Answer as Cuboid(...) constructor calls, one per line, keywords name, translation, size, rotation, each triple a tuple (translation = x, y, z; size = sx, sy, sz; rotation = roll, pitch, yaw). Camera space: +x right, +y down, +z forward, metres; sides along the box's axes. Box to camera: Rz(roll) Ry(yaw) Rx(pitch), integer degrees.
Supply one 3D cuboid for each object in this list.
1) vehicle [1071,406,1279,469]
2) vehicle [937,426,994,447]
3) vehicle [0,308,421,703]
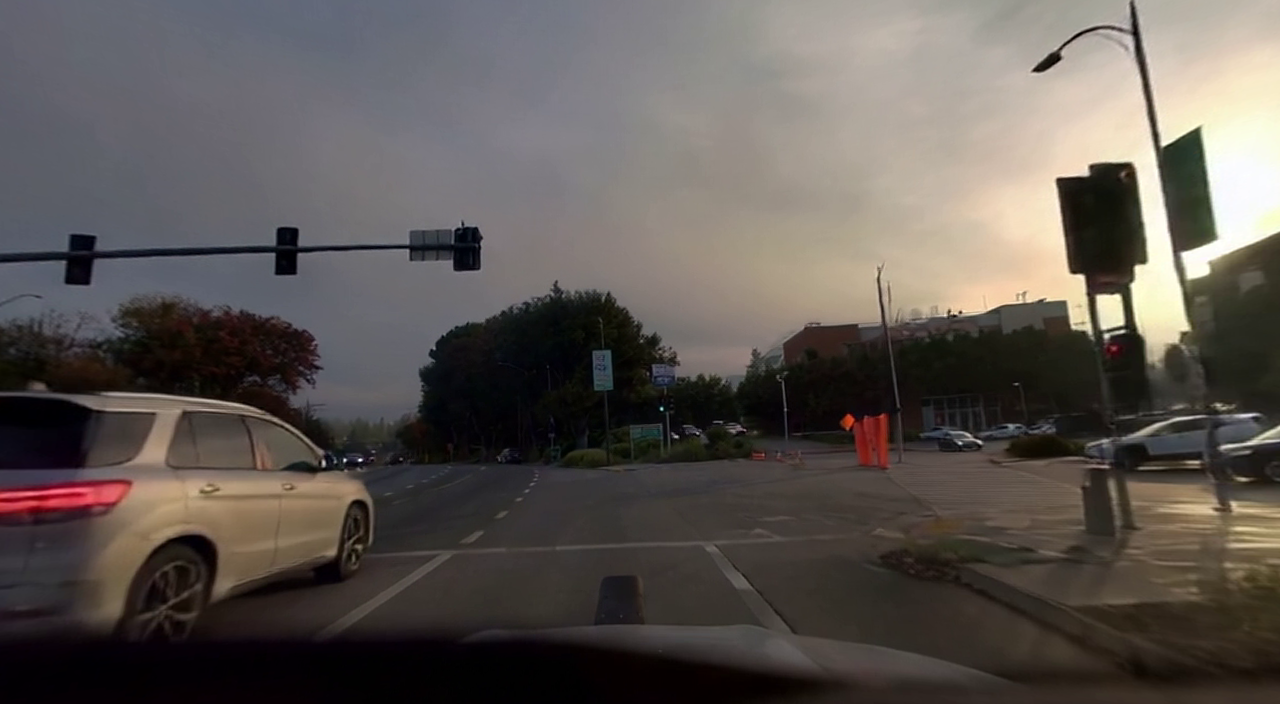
Cuboid(name="vehicle", translation=(16.937, 2.754, 20.091), size=(4.857, 1.803, 2.147), rotation=(-4, -9, 23))
Cuboid(name="vehicle", translation=(25.376, 6.626, 49.224), size=(3.966, 1.585, 1.921), rotation=(4, -10, -27))
Cuboid(name="vehicle", translation=(-3.629, 1.081, 4.797), size=(2.134, 1.799, 5.082), rotation=(0, -9, 0))
